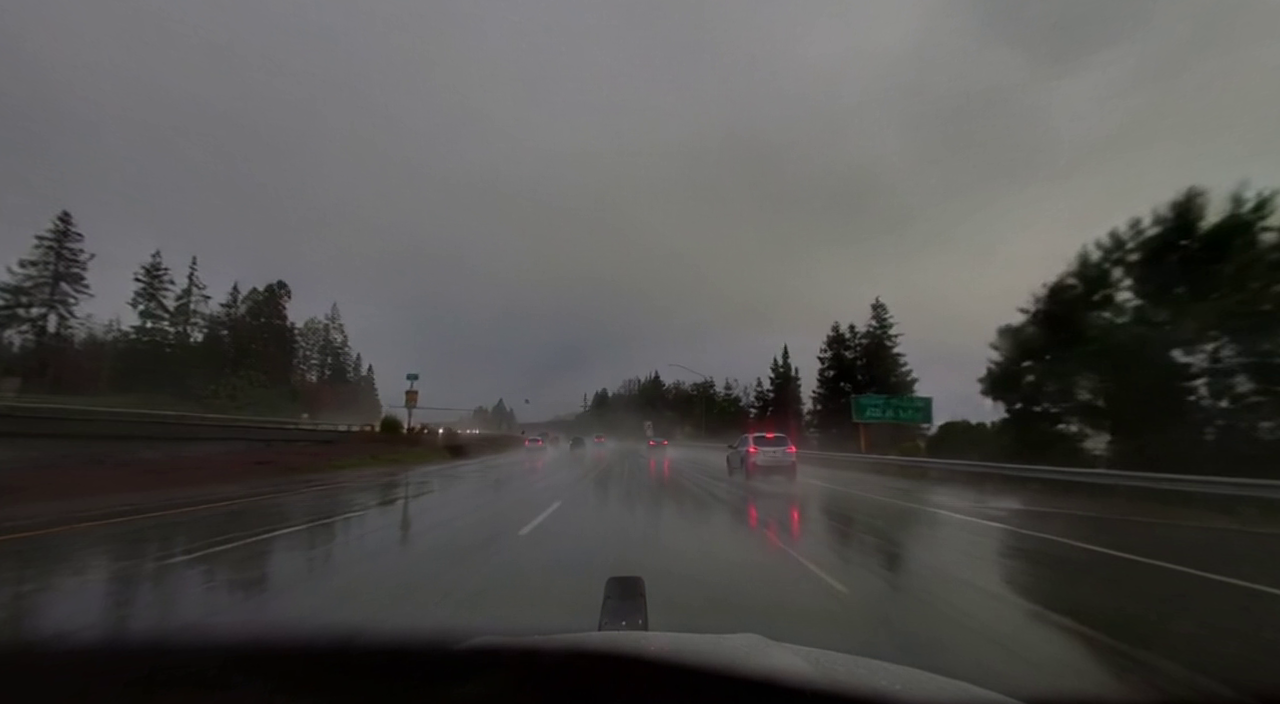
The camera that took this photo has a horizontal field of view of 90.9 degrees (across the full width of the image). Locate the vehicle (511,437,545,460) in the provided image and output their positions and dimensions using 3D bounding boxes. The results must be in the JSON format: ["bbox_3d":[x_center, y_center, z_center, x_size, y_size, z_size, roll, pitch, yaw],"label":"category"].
[{"bbox_3d":[-8.568,7.397,48.465,2.064,1.645,4.286,0,-8,-4],"label":"vehicle"}]

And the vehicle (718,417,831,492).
[{"bbox_3d":[3.505,2.781,17.367,2.043,1.795,4.347,0,-8,-2],"label":"vehicle"}]
